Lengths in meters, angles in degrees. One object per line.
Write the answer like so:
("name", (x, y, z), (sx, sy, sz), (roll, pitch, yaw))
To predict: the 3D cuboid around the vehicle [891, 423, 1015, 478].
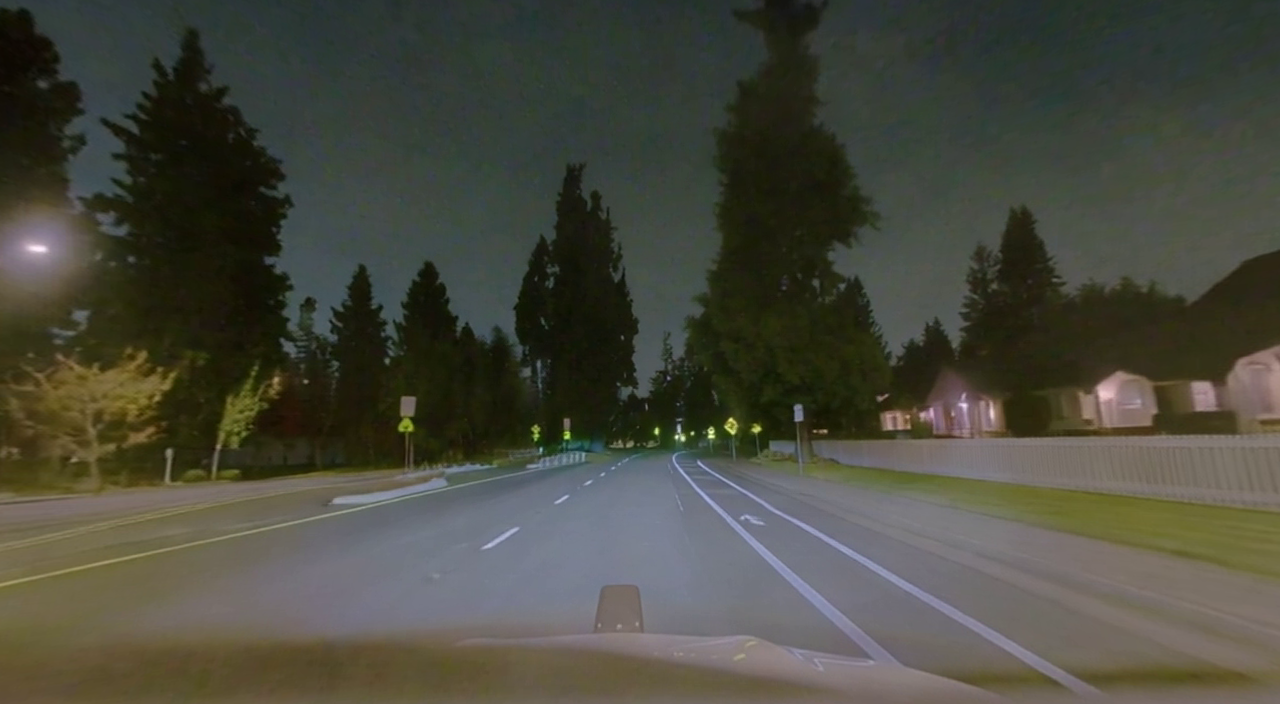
("vehicle", (10.551, 3.363, 21.720), (1.938, 1.695, 4.296), (0, -8, -2))
